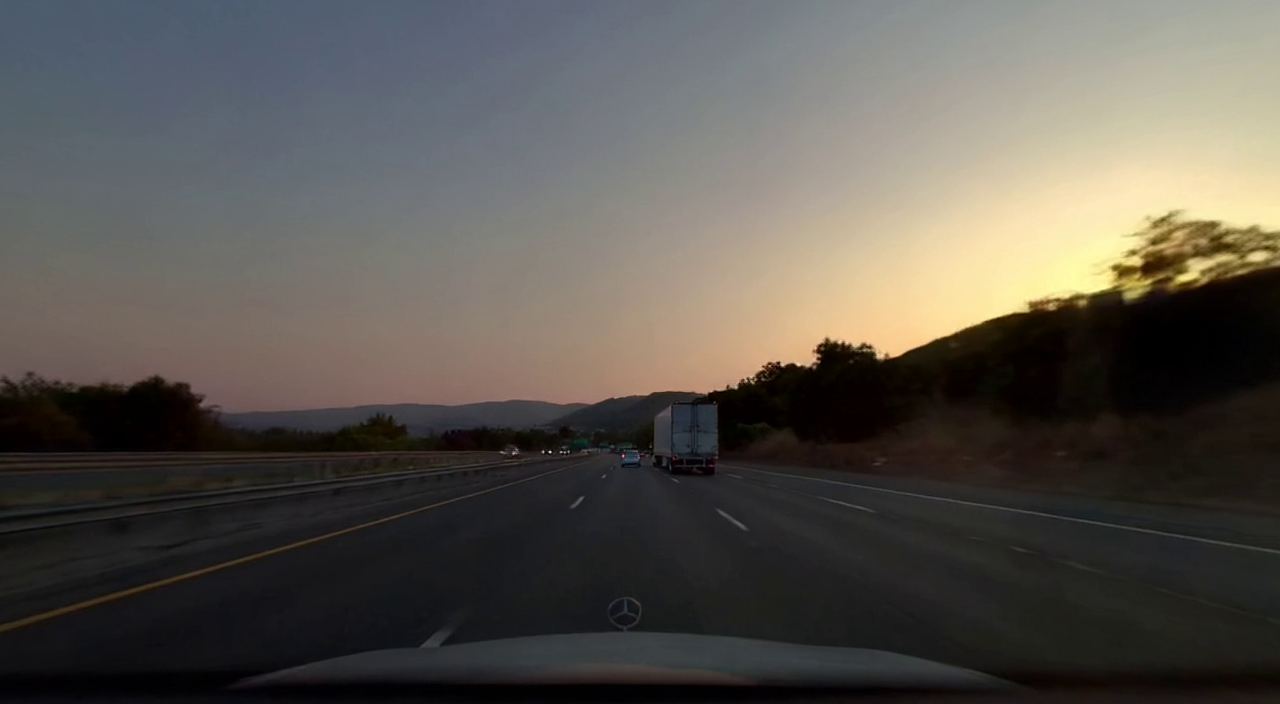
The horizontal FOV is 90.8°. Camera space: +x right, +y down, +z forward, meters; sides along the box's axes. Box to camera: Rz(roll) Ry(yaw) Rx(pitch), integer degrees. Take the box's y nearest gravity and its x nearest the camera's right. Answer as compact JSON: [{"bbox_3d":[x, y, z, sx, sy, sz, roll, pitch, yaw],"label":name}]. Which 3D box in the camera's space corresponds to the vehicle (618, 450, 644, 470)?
[{"bbox_3d":[-0.693,8.383,49.135,1.898,1.438,4.053,0,-9,-1],"label":"vehicle"}]

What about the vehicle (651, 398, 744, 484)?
[{"bbox_3d":[2.960,5.604,39.026,3.462,4.177,16.311,0,-9,-3],"label":"vehicle"}]
